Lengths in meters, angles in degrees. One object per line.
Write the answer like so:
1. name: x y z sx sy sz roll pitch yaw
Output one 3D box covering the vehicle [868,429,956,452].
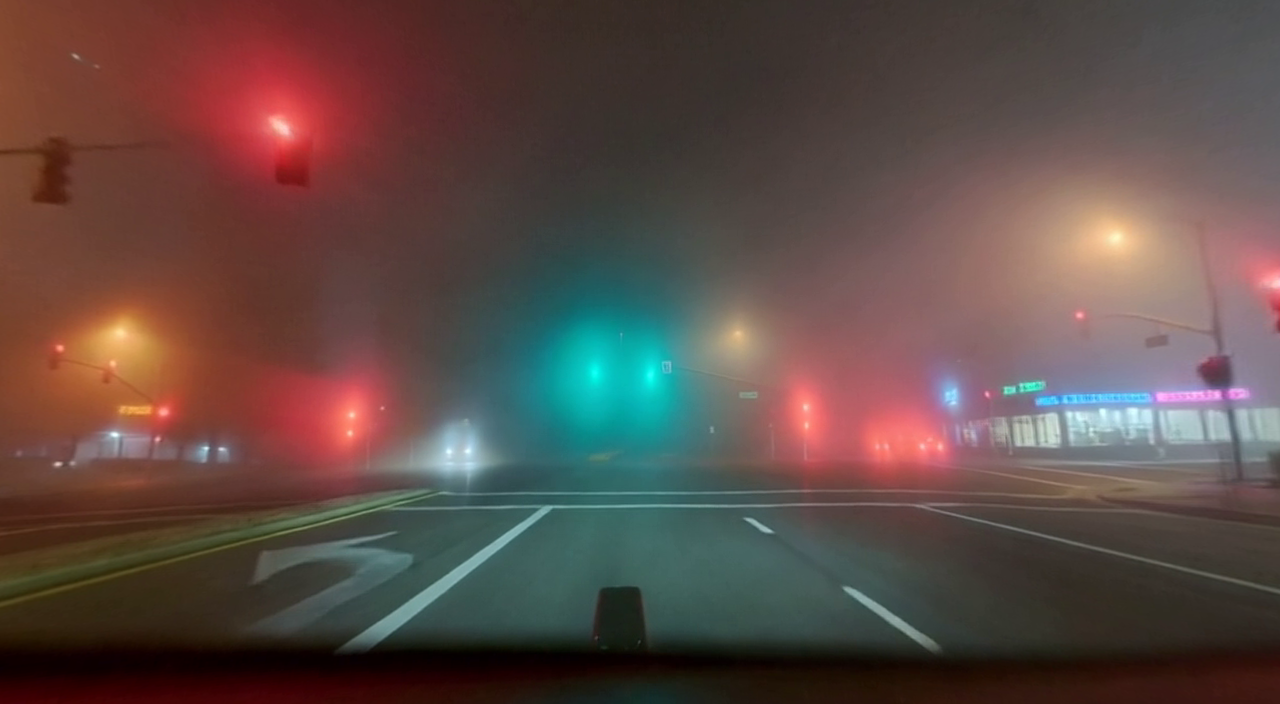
1. vehicle: 21.029 6.912 49.051 5.587 1.689 2.605 0 -8 -3
